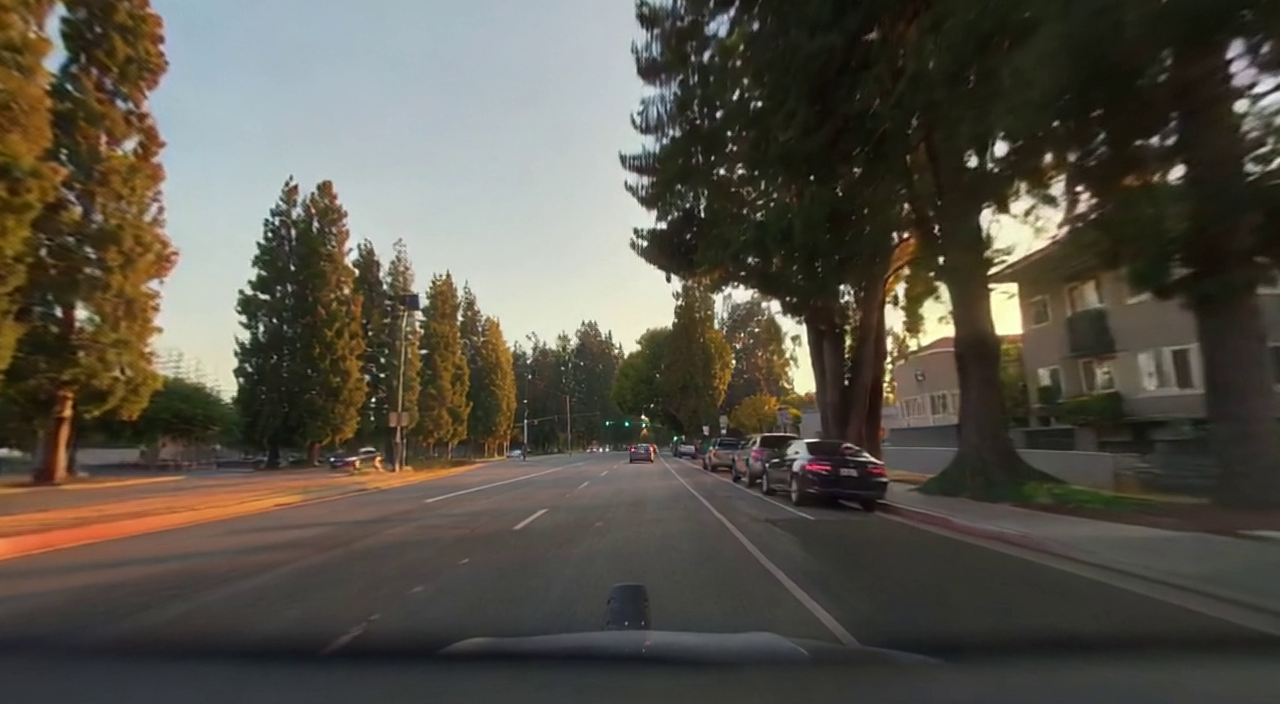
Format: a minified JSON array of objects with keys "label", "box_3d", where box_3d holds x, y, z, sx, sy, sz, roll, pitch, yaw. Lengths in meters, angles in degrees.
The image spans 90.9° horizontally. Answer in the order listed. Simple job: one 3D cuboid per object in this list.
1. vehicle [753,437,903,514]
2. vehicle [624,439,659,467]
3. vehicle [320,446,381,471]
[{"label":"vehicle","box_3d":[4.176,2.814,15.016,2.035,1.500,4.912,0,-8,0]},{"label":"vehicle","box_3d":[0.115,6.635,41.502,2.169,1.751,4.276,0,-8,1]},{"label":"vehicle","box_3d":[-20.925,7.690,45.793,2.238,1.645,4.418,-1,-9,1]}]
